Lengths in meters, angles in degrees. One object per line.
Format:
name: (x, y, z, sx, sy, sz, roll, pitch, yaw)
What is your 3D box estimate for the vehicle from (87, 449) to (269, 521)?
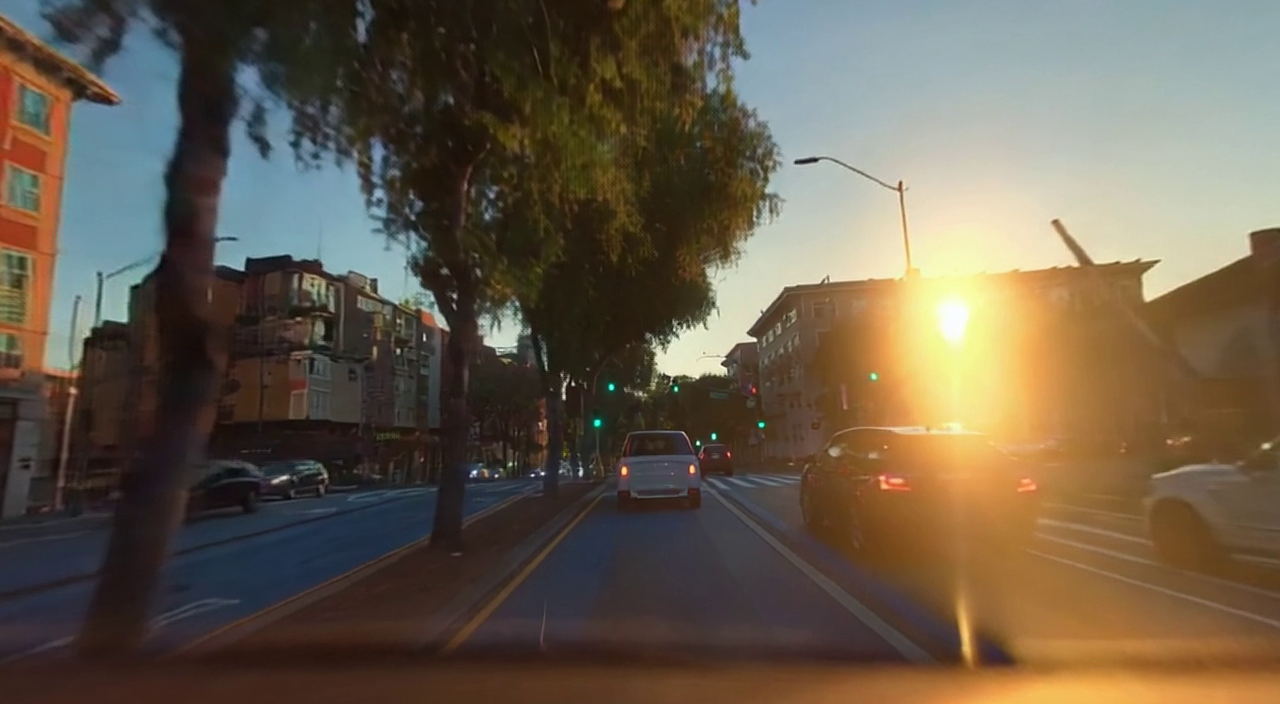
vehicle: (-13.798, 3.937, 19.290, 1.914, 1.889, 4.585, -1, -9, 2)

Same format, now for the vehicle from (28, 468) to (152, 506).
vehicle: (-29.015, 7.113, 33.400, 4.558, 1.818, 2.120, 0, -9, 1)

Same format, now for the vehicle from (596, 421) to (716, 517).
vehicle: (0.313, 2.489, 13.780, 2.209, 1.748, 4.130, 0, -9, 1)

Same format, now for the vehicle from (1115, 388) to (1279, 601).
vehicle: (6.449, 1.123, 4.792, 2.066, 1.790, 4.663, 0, -9, 1)

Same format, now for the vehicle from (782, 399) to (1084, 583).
vehicle: (3.286, 1.646, 8.176, 1.939, 1.746, 4.091, 0, -9, 1)
